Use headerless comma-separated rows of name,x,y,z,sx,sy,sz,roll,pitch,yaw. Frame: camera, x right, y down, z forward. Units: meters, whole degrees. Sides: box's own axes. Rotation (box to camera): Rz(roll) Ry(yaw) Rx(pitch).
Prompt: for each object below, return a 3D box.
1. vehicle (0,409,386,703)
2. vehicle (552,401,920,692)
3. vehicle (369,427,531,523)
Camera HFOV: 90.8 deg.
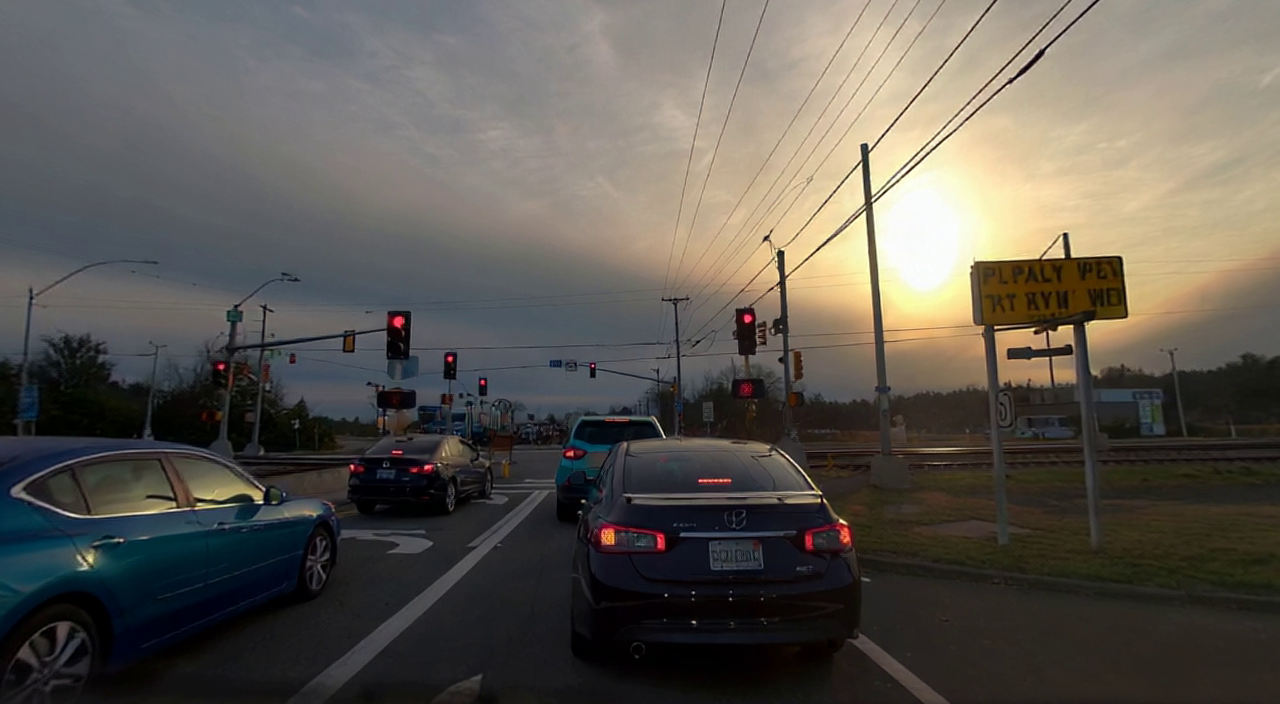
vehicle,-3.712,1.247,4.437,1.956,1.468,4.585,0,-9,0
vehicle,0.406,1.336,5.455,1.998,1.529,3.960,1,-9,-4
vehicle,-3.369,2.262,12.076,1.984,1.505,3.982,0,-9,-2
